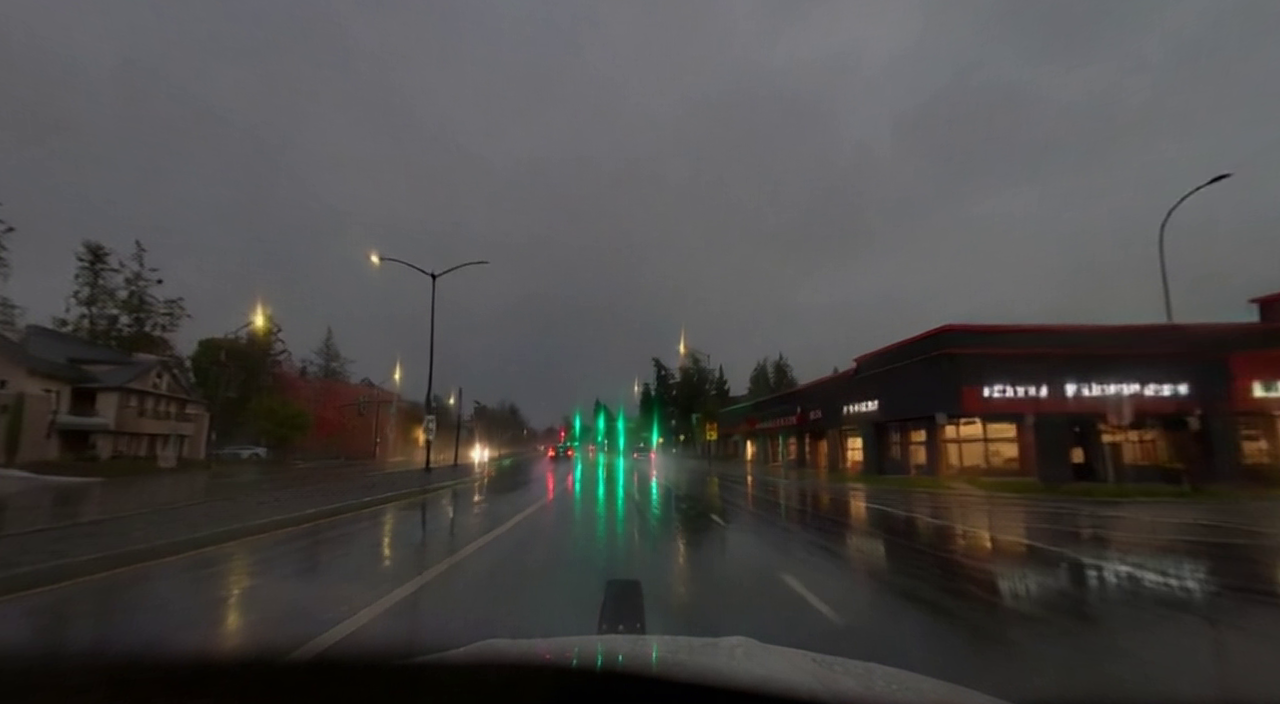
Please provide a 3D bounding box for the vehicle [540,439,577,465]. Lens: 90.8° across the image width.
[{"bbox_3d":[-5.596,6.935,43.992,2.381,1.721,4.186,1,-9,-5],"label":"vehicle"}]
